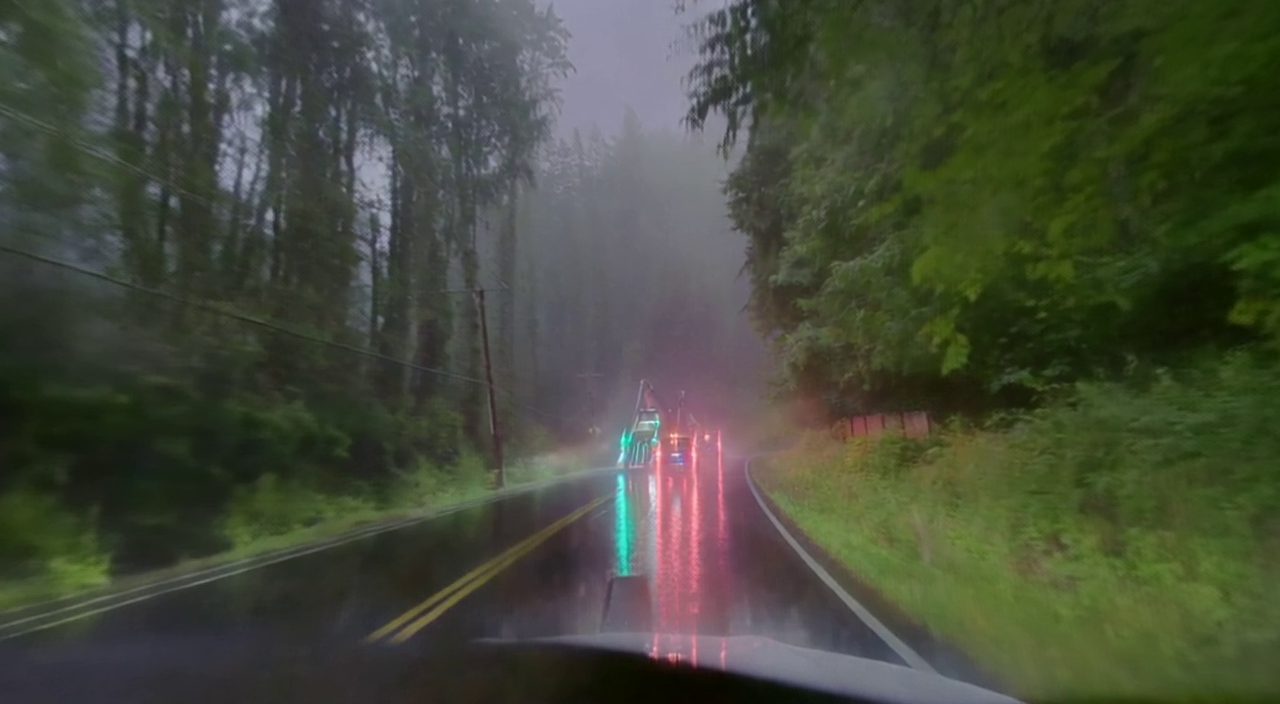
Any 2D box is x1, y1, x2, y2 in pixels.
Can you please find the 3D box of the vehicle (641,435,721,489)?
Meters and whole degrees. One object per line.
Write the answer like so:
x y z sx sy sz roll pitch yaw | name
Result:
1.342 3.348 19.498 2.196 1.465 4.294 -1 -9 6 | vehicle

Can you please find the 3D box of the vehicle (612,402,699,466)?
1.330 6.417 48.159 4.788 4.368 6.529 -3 -11 19 | vehicle
